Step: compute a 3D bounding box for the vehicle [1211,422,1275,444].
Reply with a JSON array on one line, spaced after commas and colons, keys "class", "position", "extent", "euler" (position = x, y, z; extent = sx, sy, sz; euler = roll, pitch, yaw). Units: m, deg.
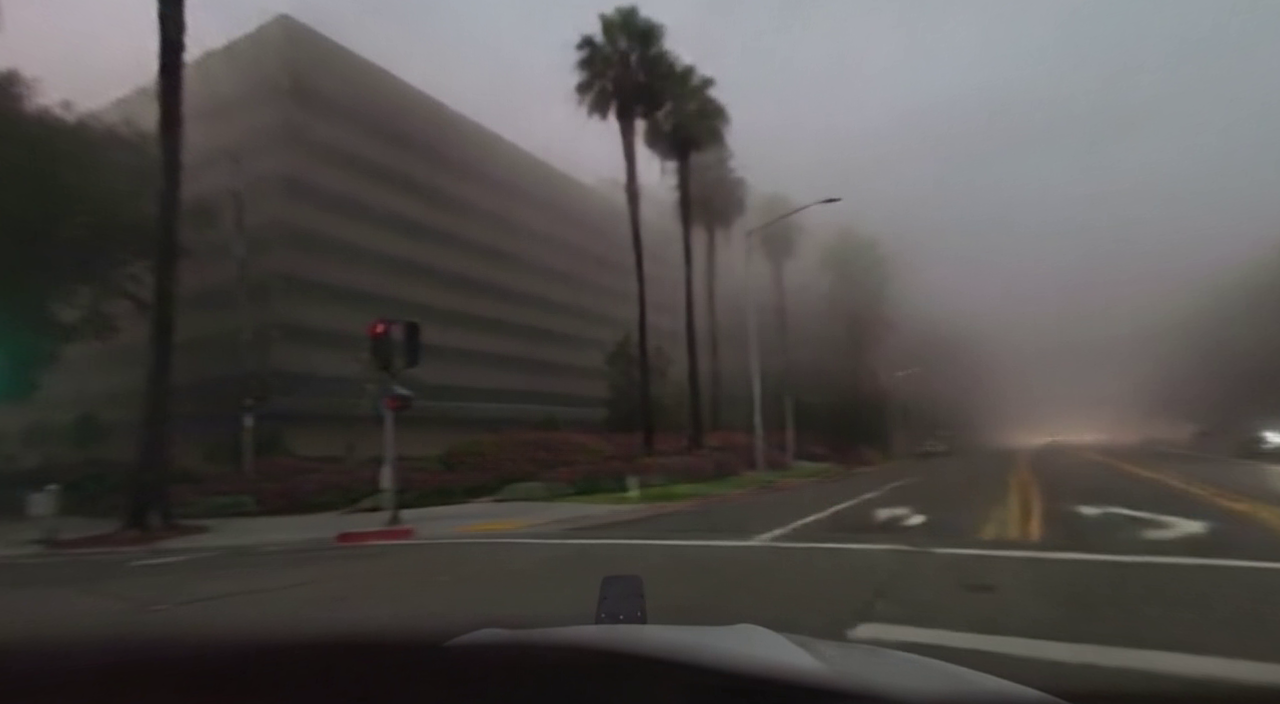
[{"class": "vehicle", "position": [43.976, 5.958, 46.158], "extent": [1.779, 1.445, 4.309], "euler": [-3, -9, 21]}]
